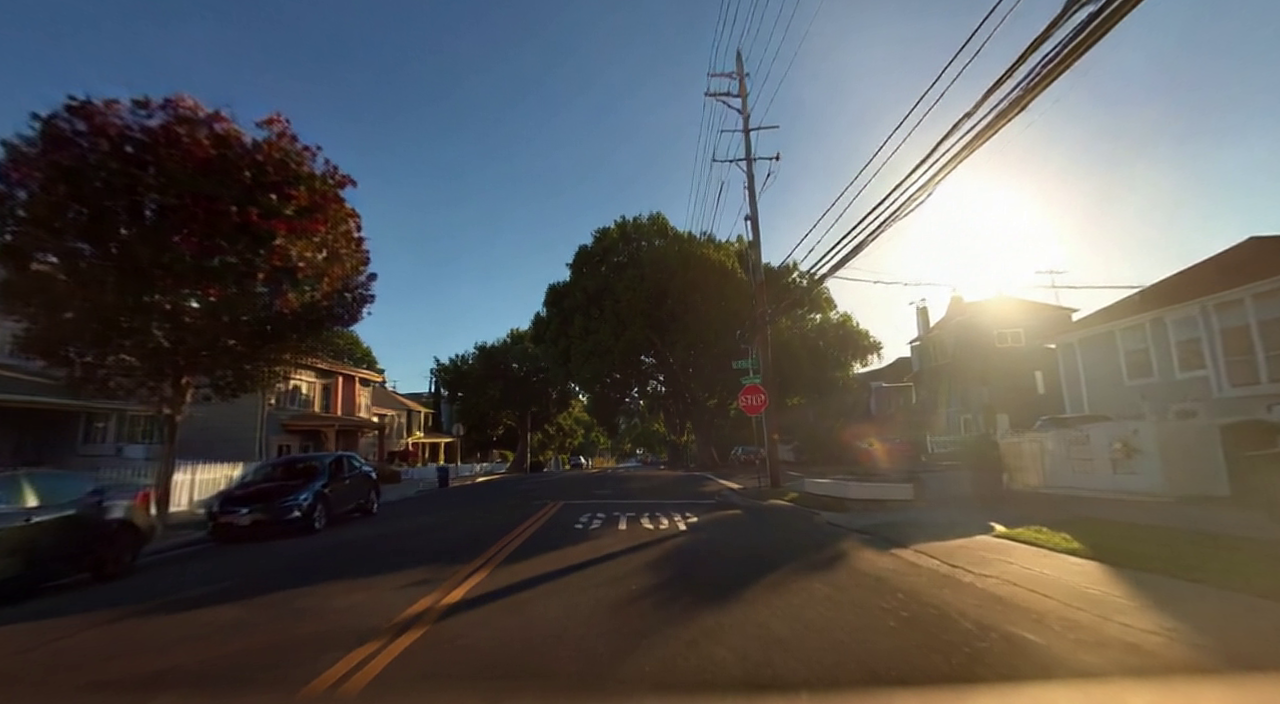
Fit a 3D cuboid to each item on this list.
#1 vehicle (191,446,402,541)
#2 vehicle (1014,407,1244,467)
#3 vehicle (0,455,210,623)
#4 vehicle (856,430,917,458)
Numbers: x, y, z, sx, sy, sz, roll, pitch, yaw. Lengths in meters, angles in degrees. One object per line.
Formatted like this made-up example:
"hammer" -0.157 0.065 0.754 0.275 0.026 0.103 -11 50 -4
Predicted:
"vehicle" -6.726 2.759 13.014 2.026 1.560 4.062 -2 -9 1
"vehicle" 16.723 2.967 21.914 6.022 1.953 2.250 0 -9 0
"vehicle" -6.877 1.811 6.306 2.056 1.481 4.451 0 -8 -1
"vehicle" 15.676 5.905 40.415 2.025 1.689 4.342 0 -8 -2
